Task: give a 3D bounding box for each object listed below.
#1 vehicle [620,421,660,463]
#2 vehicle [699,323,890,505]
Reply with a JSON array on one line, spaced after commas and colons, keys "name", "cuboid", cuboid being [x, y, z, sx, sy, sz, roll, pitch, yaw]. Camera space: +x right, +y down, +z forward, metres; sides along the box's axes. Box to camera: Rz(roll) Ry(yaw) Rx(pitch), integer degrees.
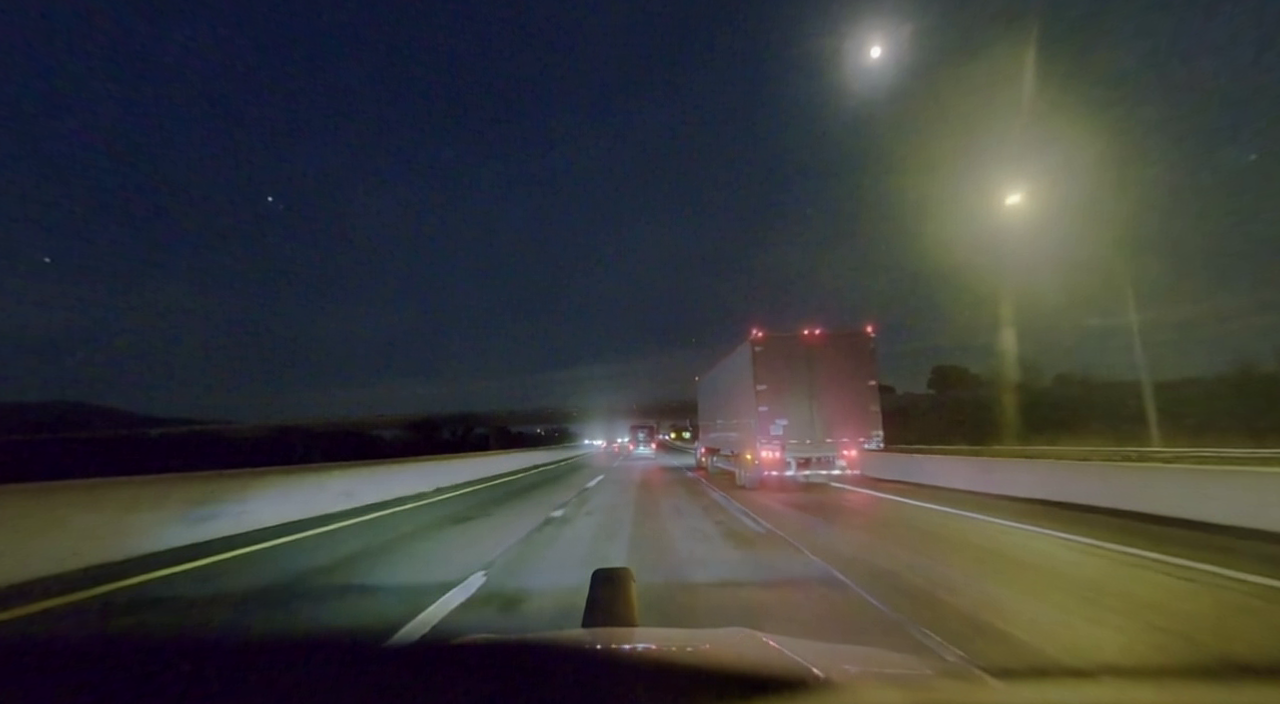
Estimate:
[{"name": "vehicle", "cuboid": [0.029, 6.127, 42.796, 2.481, 2.618, 6.314, -1, -8, 0]}, {"name": "vehicle", "cuboid": [3.862, 2.122, 19.243, 2.997, 3.983, 10.860, 1, -8, 0]}]
